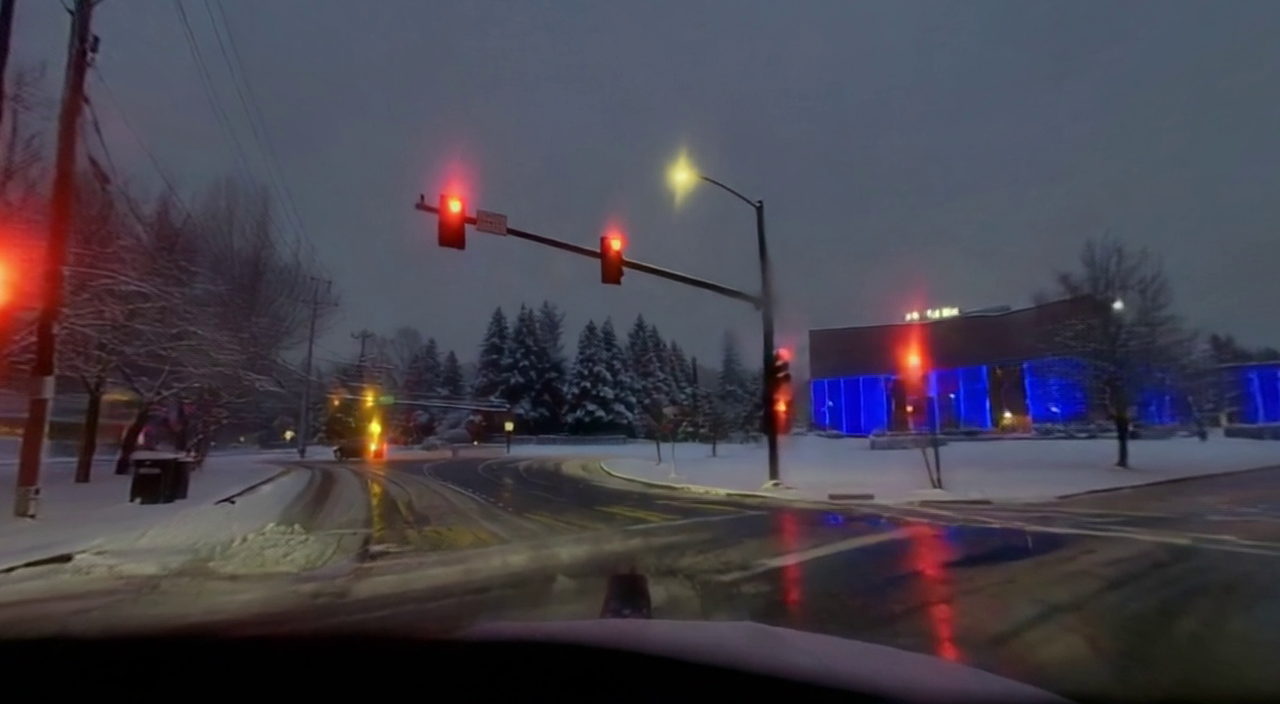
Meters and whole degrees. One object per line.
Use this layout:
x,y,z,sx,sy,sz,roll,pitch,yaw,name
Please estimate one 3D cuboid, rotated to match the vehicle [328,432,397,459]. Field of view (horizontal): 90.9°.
-21.369,7.198,48.394,5.570,1.923,2.336,-6,-11,37,vehicle
